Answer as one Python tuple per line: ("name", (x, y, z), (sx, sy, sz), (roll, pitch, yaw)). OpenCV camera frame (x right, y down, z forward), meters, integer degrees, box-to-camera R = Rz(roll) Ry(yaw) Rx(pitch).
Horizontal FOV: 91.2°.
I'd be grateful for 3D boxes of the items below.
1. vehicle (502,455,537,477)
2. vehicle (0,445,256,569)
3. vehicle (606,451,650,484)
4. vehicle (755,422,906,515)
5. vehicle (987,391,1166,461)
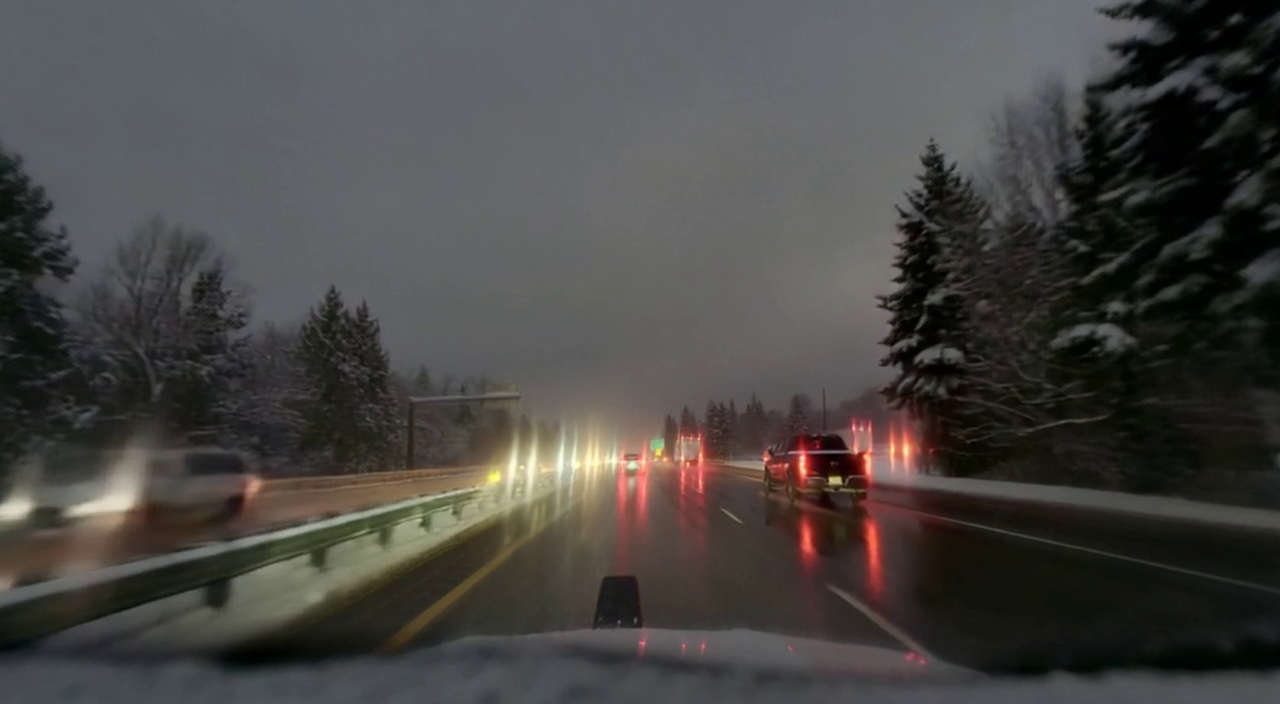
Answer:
("vehicle", (-9.475, 8.942, 49.488), (1.877, 1.597, 4.092), (-1, -9, 2))
("vehicle", (-9.440, 2.605, 11.388), (1.992, 1.759, 4.557), (0, -9, 0))
("vehicle", (-0.548, 5.563, 30.553), (2.029, 1.483, 3.769), (0, -9, 0))
("vehicle", (4.526, 2.869, 15.860), (2.261, 1.952, 4.784), (0, -9, 0))
("vehicle", (28.571, 5.291, 42.466), (2.909, 3.998, 13.523), (-1, -9, 3))
